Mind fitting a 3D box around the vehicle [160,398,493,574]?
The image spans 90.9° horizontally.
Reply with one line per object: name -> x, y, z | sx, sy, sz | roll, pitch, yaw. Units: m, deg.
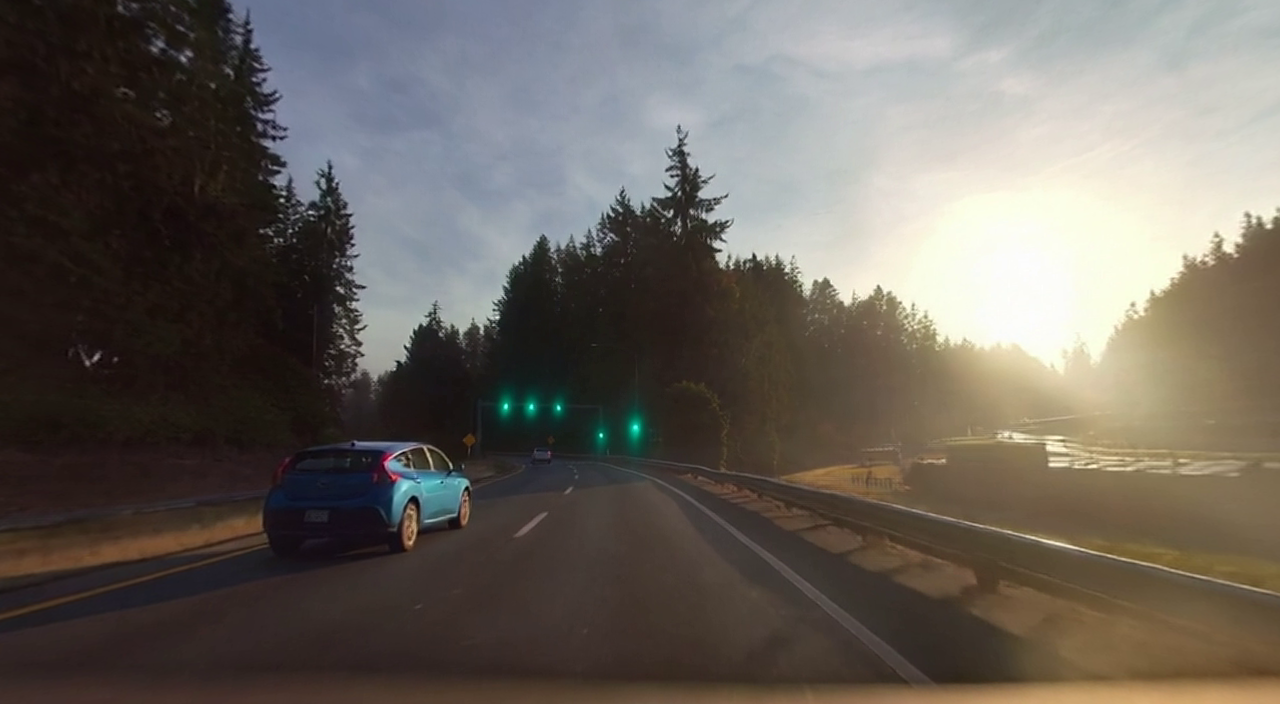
vehicle -> -3.921, 1.790, 9.258 | 2.336, 1.857, 4.986 | 0, -8, 0
